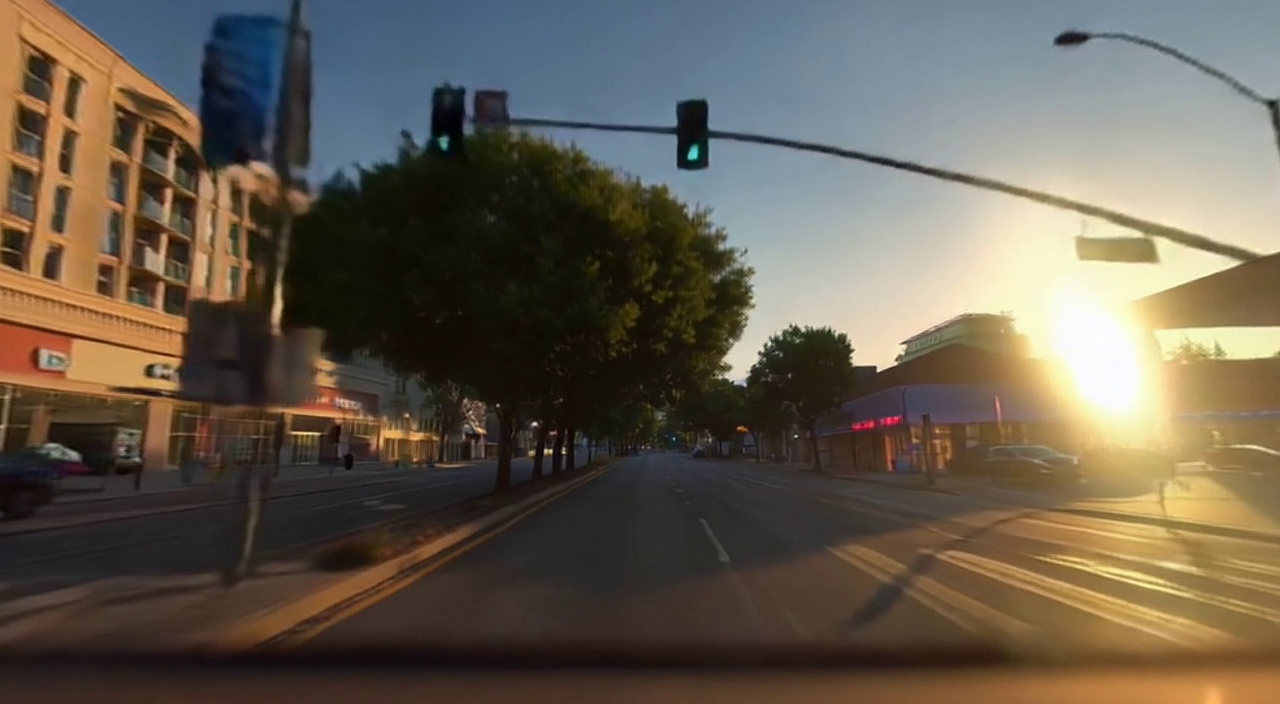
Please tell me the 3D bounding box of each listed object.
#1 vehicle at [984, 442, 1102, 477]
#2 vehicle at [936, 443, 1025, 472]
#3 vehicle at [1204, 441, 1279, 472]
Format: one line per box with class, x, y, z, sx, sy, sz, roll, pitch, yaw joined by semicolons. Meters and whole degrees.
vehicle;19.871;5.321;31.308;4.468;1.635;2.017;0;-9;-2
vehicle;21.222;6.594;39.469;4.376;1.575;1.981;-1;-9;-7
vehicle;33.519;5.575;33.764;4.757;1.578;2.059;0;-9;-2
